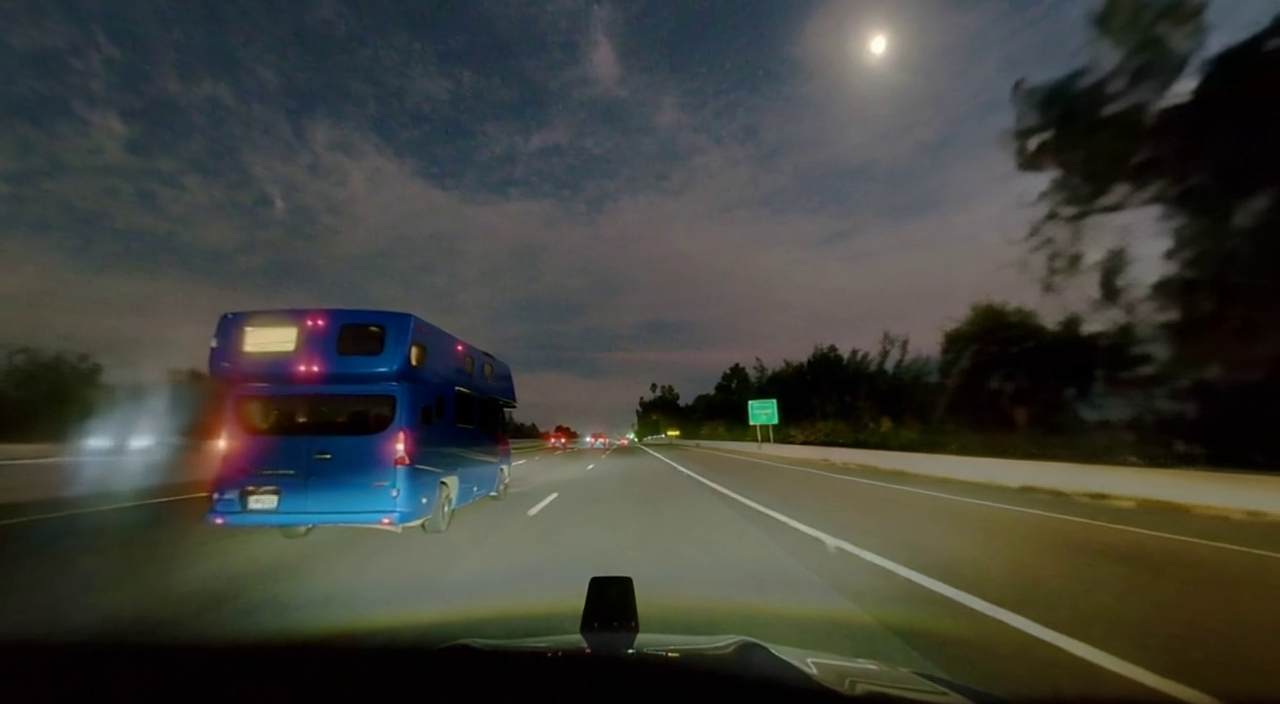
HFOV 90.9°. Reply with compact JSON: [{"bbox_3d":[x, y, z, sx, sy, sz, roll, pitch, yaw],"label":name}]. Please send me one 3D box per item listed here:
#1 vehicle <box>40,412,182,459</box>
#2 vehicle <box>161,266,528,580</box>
[{"bbox_3d":[-23.153,3.681,27.910,1.999,1.870,4.922,0,-7,0],"label":"vehicle"},{"bbox_3d":[-3.810,1.130,10.474,2.676,3.269,7.388,-2,-6,-1],"label":"vehicle"}]
